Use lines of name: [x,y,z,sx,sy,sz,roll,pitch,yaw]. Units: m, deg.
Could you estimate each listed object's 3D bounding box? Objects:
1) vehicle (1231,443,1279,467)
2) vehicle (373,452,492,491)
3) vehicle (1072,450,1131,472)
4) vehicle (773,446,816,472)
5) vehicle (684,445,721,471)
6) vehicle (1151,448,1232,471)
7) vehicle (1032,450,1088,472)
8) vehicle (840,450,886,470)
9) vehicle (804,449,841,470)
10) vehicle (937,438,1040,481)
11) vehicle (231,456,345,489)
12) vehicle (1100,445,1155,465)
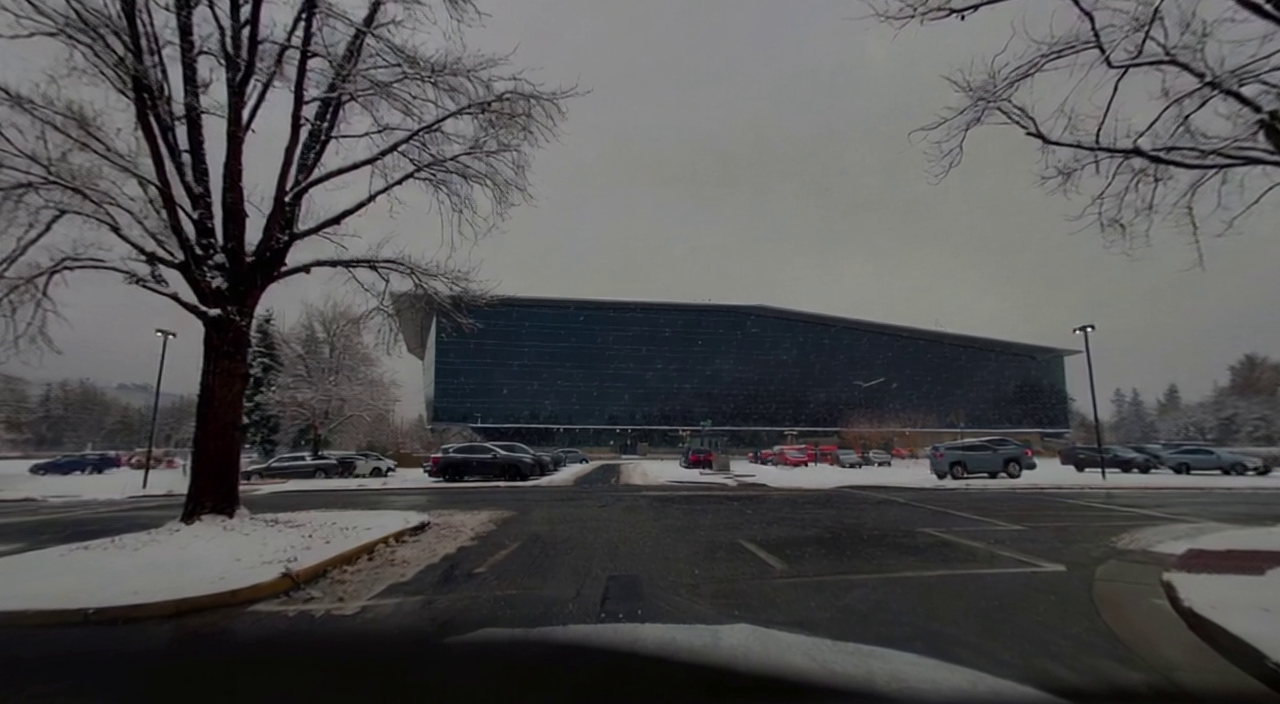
vehicle: [43.045,6.946,42.746,1.758,1.572,4.421,0,-8,0]
vehicle: [-8.703,4.964,26.575,4.442,1.504,1.809,4,-10,-28]
vehicle: [31.311,7.396,42.977,1.519,1.371,3.278,0,-8,0]
vehicle: [10.531,7.284,43.351,1.936,1.673,4.305,0,-8,1]
vehicle: [4.588,7.796,46.921,2.262,1.794,5.331,0,-8,1]
vehicle: [36.999,7.231,42.531,1.678,1.423,4.191,0,-9,1]
vehicle: [28.333,7.344,42.717,1.495,1.371,3.336,-1,-9,0]
vehicle: [17.102,8.273,48.650,1.971,1.478,4.477,0,-8,1]
vehicle: [14.159,8.355,49.310,1.935,1.477,3.719,0,-8,3]
vehicle: [16.470,5.079,30.197,2.048,1.852,4.998,0,-8,0]
vehicle: [-16.658,5.692,30.029,4.331,1.437,1.876,0,-8,3]
vehicle: [37.030,7.820,48.055,1.545,1.398,3.431,0,-9,3]
